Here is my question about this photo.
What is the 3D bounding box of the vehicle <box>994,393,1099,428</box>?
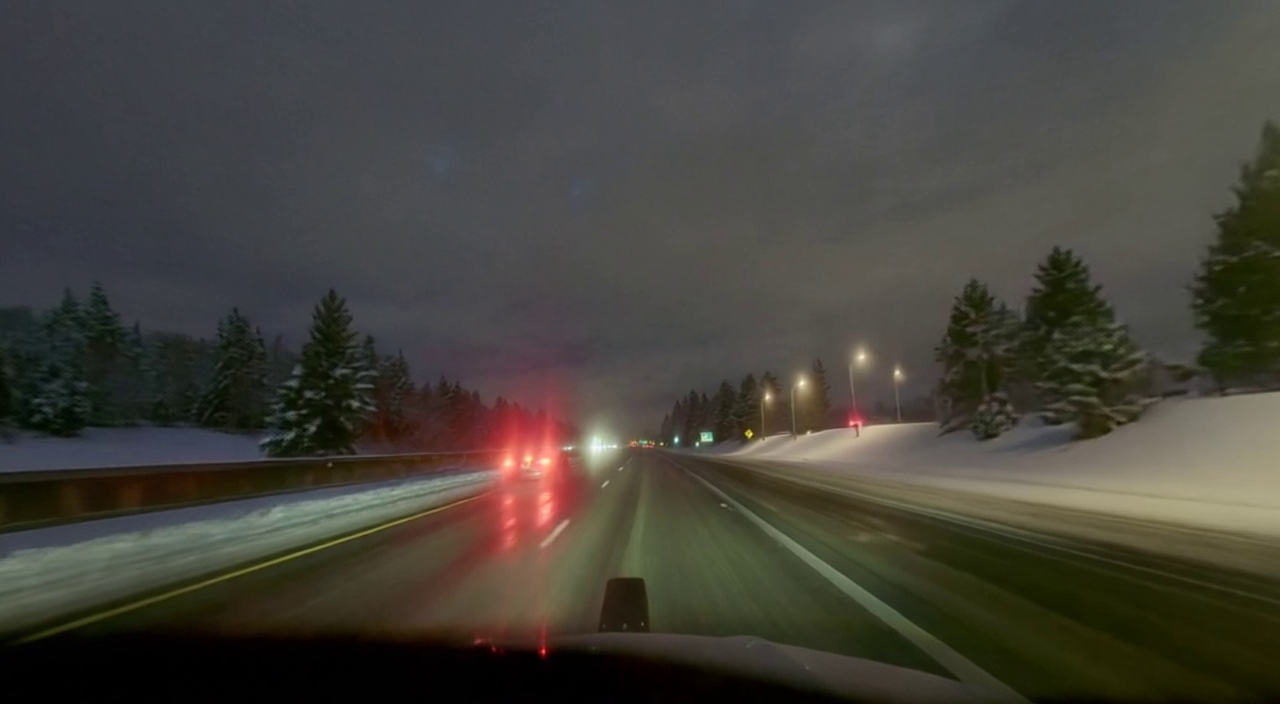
[{"bbox_3d":[21.405,3.159,33.373,4.459,1.642,1.856,-5,-10,30],"label":"vehicle"}]

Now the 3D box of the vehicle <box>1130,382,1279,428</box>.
[{"bbox_3d":[20.511,1.980,22.897,4.100,1.427,1.794,-6,-10,35],"label":"vehicle"}]

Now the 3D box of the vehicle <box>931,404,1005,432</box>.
[{"bbox_3d":[22.155,4.505,42.684,4.214,1.476,1.936,-7,-14,25],"label":"vehicle"}]

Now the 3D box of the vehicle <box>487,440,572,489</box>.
[{"bbox_3d":[-3.661,3.818,21.811,2.021,1.526,4.385,0,-8,2],"label":"vehicle"}]
